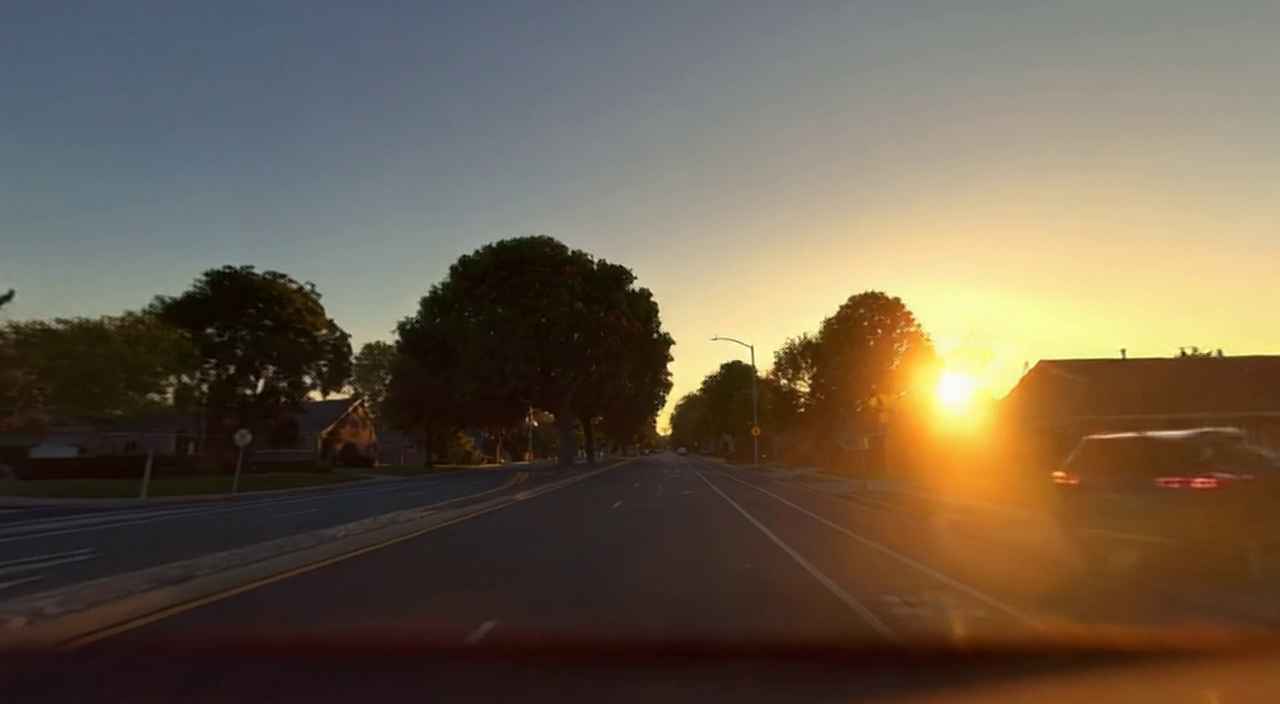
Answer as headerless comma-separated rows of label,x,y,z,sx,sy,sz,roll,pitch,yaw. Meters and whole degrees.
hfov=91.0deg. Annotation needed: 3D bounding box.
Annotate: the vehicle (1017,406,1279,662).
vehicle,5.404,1.558,6.460,2.018,1.733,4.546,-6,-11,37
